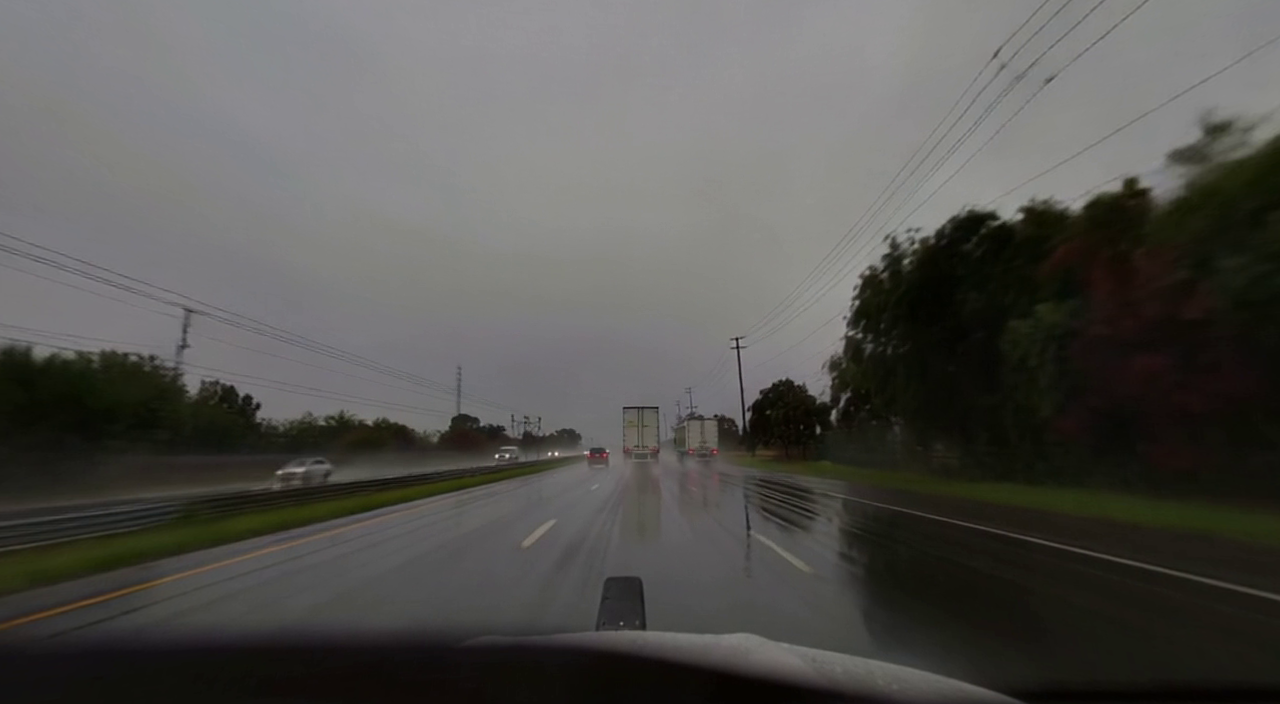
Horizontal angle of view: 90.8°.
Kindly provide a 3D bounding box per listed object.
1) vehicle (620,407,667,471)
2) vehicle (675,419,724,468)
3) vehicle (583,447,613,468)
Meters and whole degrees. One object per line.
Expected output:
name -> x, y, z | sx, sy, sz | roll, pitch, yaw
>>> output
vehicle -> 0.165, 6.644, 47.119 | 2.997, 4.076, 13.224 | 0, -9, -1
vehicle -> 4.387, 7.115, 48.510 | 2.938, 3.378, 8.820 | 0, -9, 0
vehicle -> -3.217, 8.196, 49.099 | 2.024, 1.582, 4.032 | 0, -9, 1
